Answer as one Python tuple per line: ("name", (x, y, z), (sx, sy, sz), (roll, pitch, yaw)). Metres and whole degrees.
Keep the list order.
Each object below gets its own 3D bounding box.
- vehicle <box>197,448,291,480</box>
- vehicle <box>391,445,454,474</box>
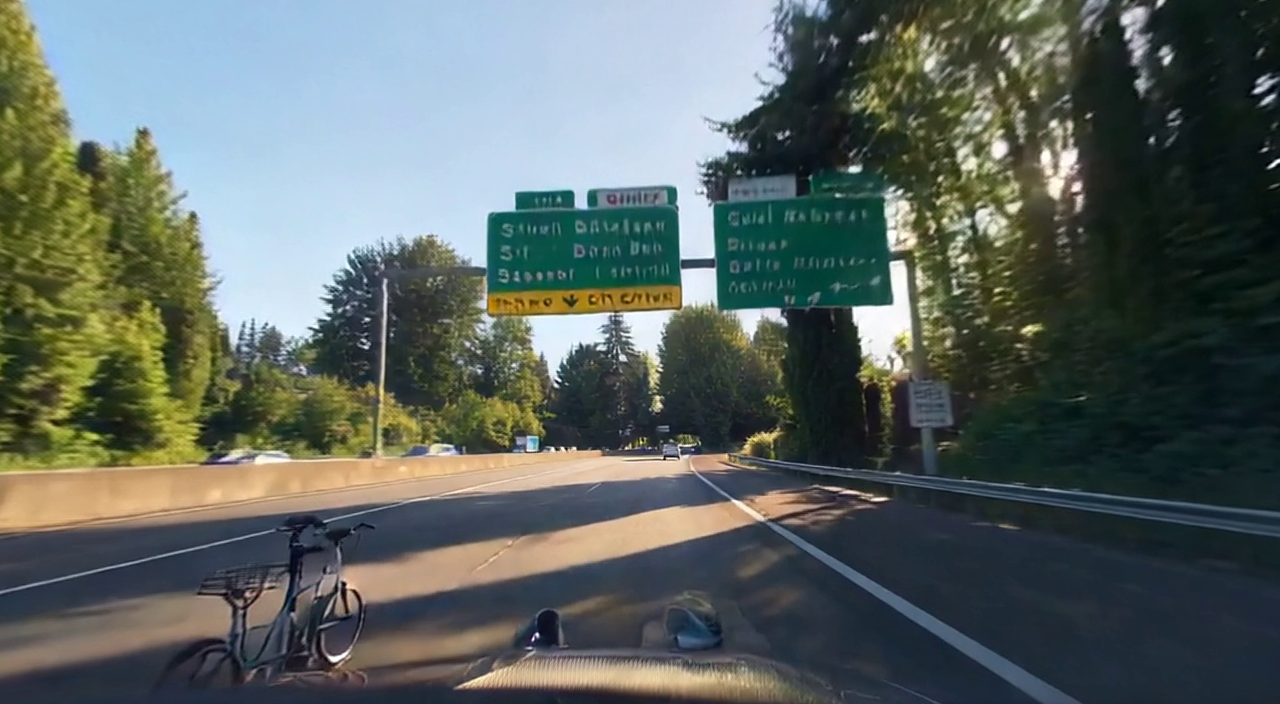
("vehicle", (-21.286, 6.015, 34.134), (2.040, 1.616, 4.603), (0, -9, 1))
("vehicle", (-13.258, 6.582, 38.742), (1.990, 1.617, 4.839), (0, -9, 2))
